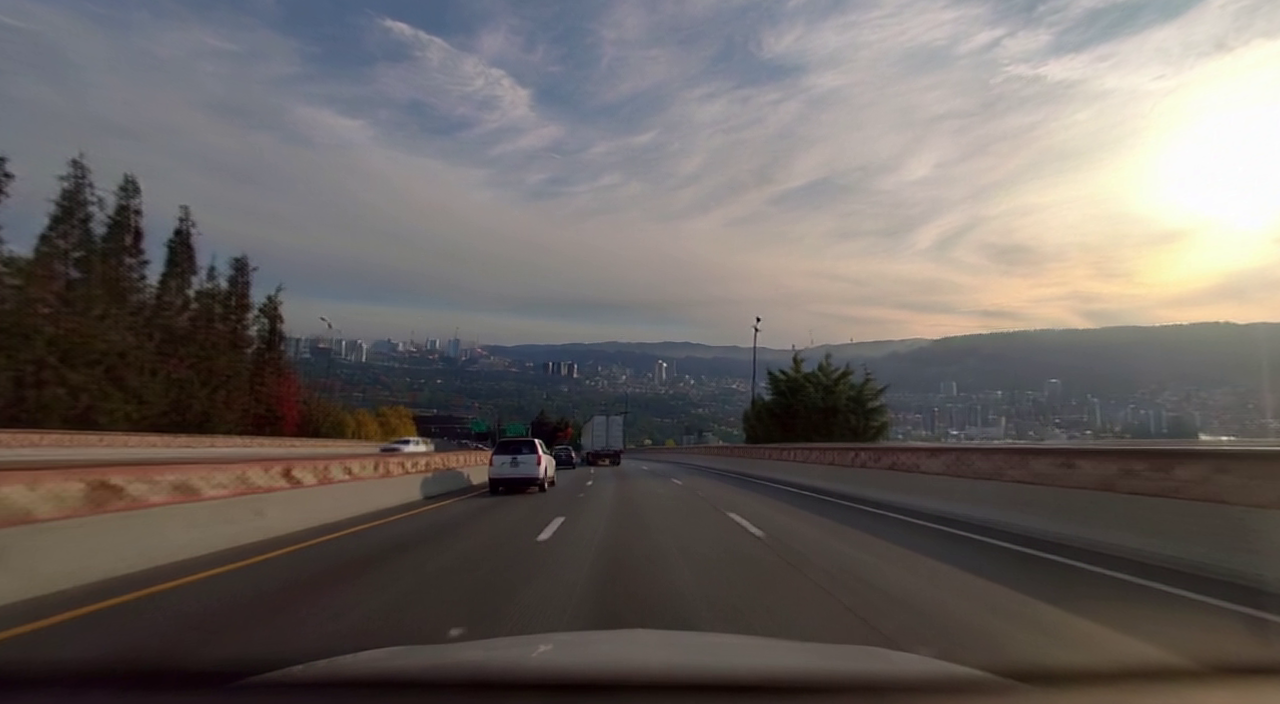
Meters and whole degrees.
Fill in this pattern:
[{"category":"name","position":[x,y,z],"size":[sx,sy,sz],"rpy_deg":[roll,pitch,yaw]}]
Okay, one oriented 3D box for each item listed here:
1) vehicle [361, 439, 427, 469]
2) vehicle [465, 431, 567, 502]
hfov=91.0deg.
[{"category":"vehicle","position":[-14.383,5.982,37.128],"size":[2.187,1.625,4.614],"rpy_deg":[1,-9,-2]},{"category":"vehicle","position":[-3.356,3.195,17.925],"size":[2.041,1.734,4.391],"rpy_deg":[0,-9,-1]}]
